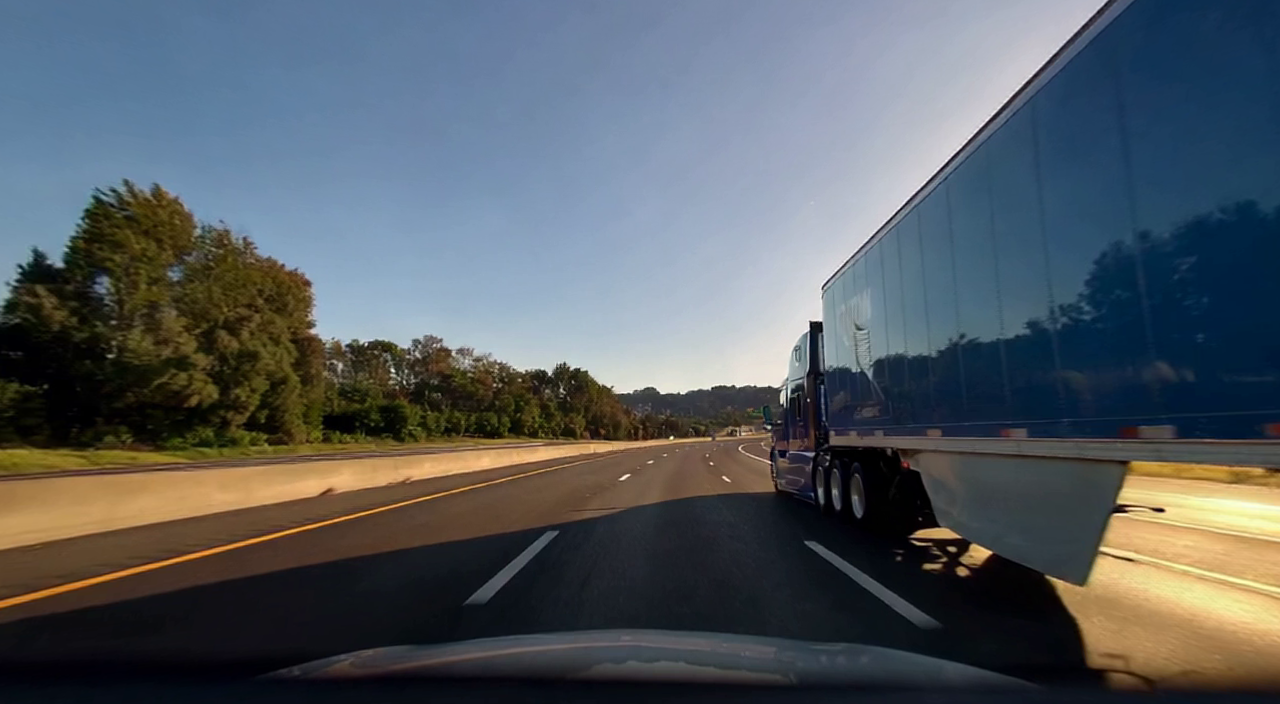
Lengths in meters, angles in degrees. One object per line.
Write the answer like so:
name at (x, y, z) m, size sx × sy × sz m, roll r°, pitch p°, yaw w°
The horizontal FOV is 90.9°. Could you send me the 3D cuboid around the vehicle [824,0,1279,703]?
vehicle at (4.526, -0.051, 4.360) m, size 2.792 × 4.056 × 13.259 m, roll 0°, pitch -8°, yaw 1°
